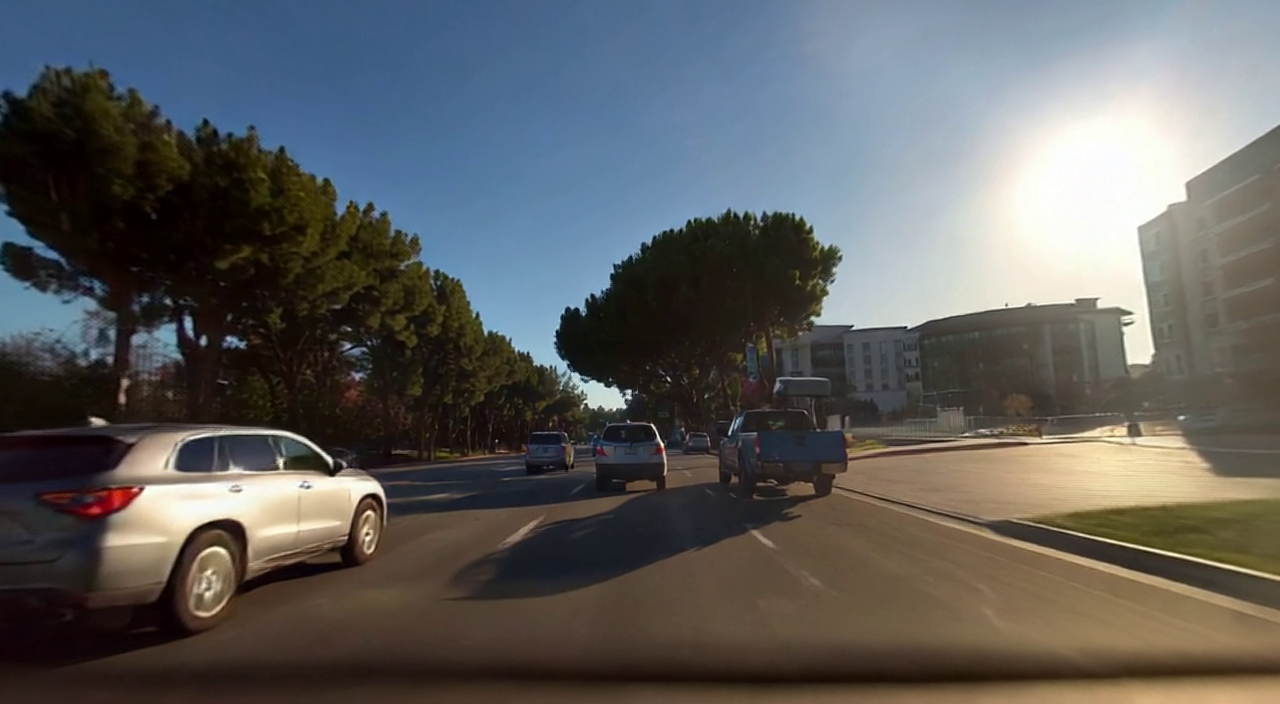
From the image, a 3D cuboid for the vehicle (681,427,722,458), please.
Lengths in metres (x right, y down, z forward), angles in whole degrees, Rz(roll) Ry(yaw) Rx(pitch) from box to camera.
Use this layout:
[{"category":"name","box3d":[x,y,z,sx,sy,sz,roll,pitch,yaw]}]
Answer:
[{"category":"vehicle","box3d":[3.972,5.952,41.447,2.183,1.948,4.633,0,-8,-1]}]

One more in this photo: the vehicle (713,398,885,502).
[{"category":"vehicle","box3d":[3.517,2.402,15.660,2.655,2.054,6.098,0,-8,0]}]

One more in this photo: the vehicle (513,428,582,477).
[{"category":"vehicle","box3d":[-3.336,3.705,23.445,1.894,1.642,3.861,0,-8,1]}]

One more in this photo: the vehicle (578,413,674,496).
[{"category":"vehicle","box3d":[-0.261,2.521,15.725,2.075,1.770,4.018,0,-8,1]}]

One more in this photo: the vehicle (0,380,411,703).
[{"category":"vehicle","box3d":[-3.890,1.286,5.469,1.959,1.614,4.676,0,-8,1]}]
